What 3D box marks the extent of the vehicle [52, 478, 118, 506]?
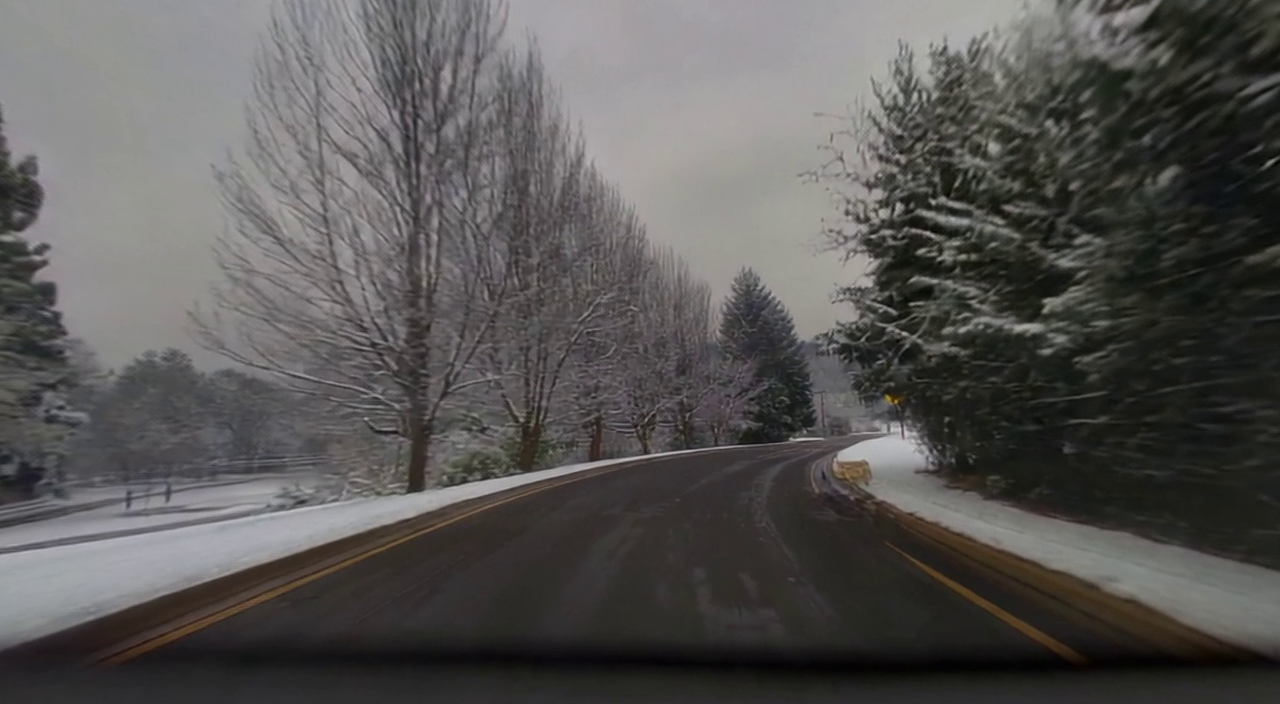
[{"bbox_3d":[-43.137,10.862,49.049,1.978,1.724,4.458,2,-9,-15],"label":"vehicle"}]
